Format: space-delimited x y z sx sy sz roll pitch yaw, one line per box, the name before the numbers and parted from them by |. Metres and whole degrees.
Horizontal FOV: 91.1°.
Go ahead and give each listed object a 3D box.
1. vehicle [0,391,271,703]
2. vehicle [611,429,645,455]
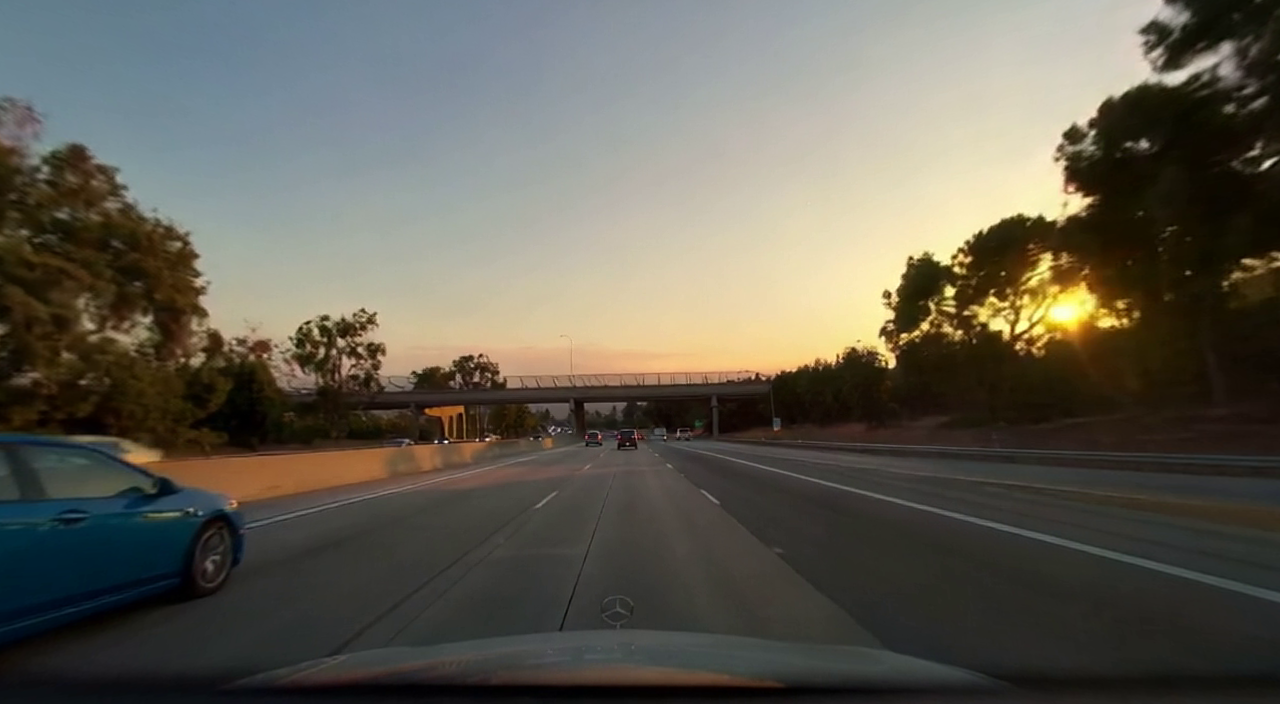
vehicle | -4.084 0.954 2.943 2.017 1.537 4.496 0 -8 -1
vehicle | -0.797 5.987 41.853 2.116 1.625 4.004 0 -8 -1
